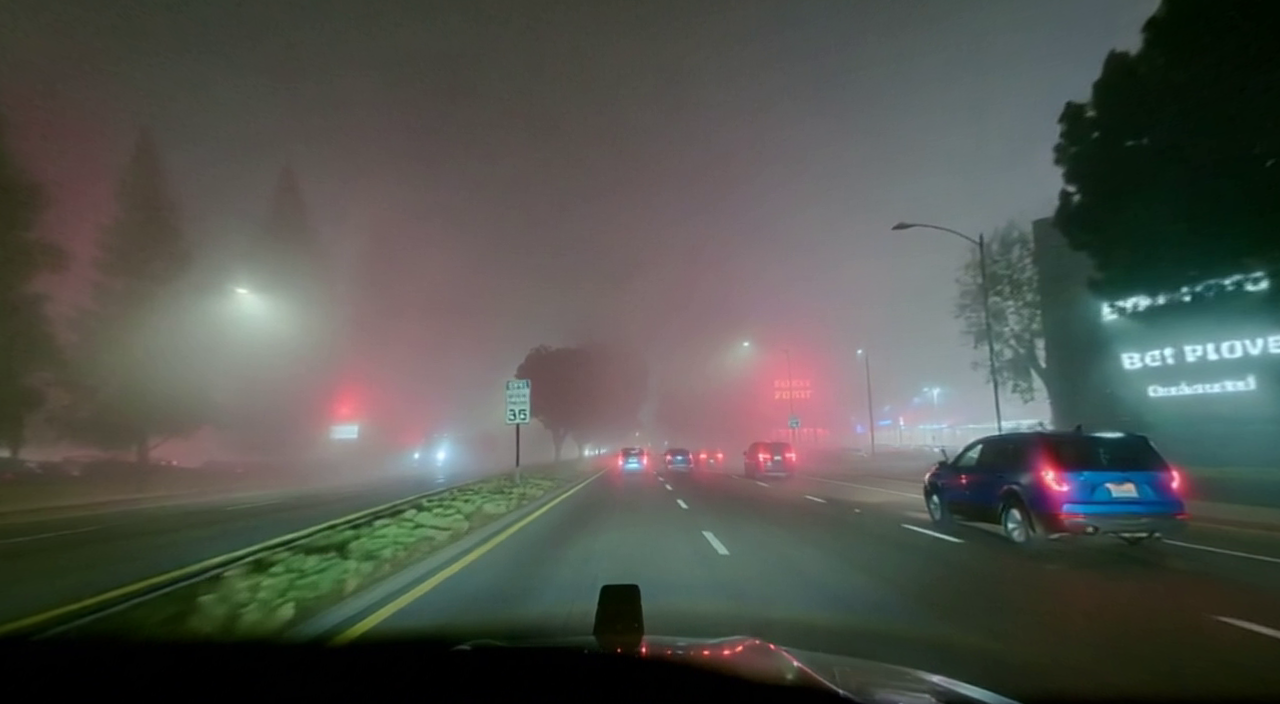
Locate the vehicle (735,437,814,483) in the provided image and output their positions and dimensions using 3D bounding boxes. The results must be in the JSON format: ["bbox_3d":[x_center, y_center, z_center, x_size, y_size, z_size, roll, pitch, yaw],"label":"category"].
[{"bbox_3d":[5.645,4.607,27.201,2.140,1.811,4.593,0,-9,-3],"label":"vehicle"}]

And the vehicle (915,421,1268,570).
[{"bbox_3d":[5.981,1.922,9.230,1.949,1.647,4.261,0,-9,0],"label":"vehicle"}]

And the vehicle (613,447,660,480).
[{"bbox_3d":[-0.176,5.137,29.409,2.056,1.440,3.798,0,-9,-1],"label":"vehicle"}]

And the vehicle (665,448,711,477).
[{"bbox_3d":[2.416,5.646,32.570,1.970,1.402,3.756,0,-9,-2],"label":"vehicle"}]
